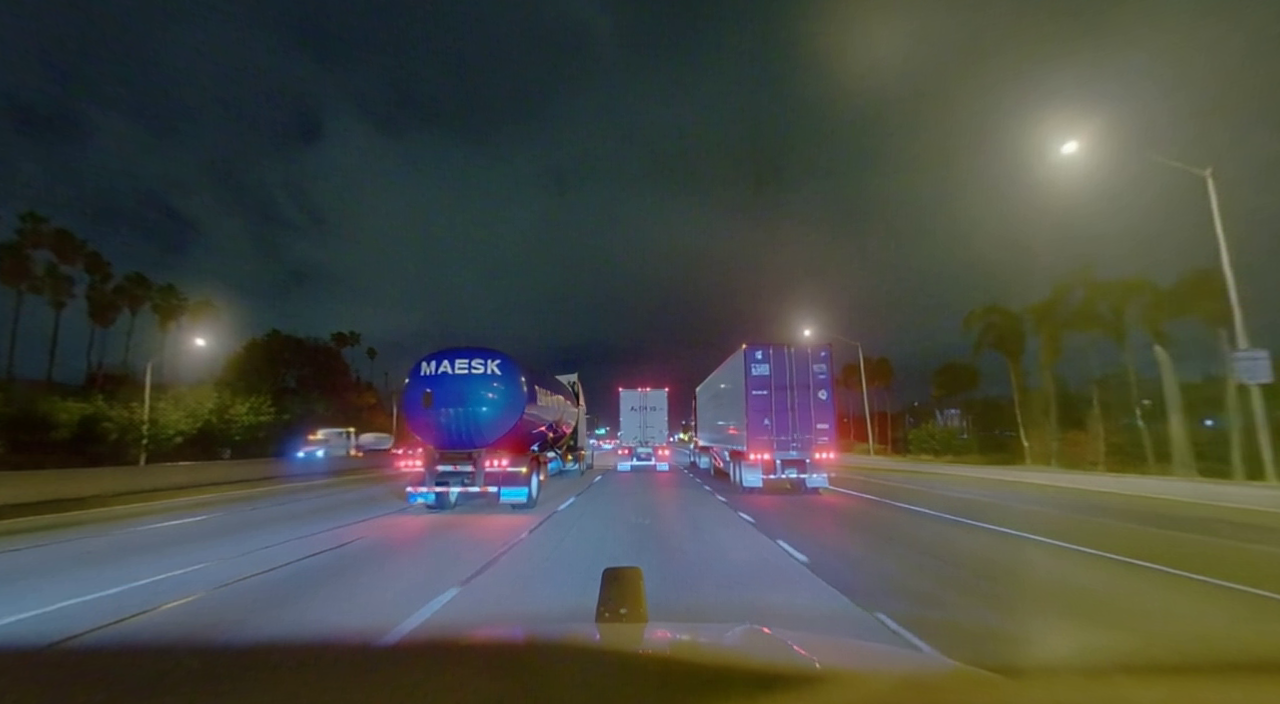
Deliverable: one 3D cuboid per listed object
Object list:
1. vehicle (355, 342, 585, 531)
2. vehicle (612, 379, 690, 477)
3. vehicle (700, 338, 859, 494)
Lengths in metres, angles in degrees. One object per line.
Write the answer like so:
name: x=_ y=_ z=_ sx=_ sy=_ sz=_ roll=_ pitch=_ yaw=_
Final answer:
vehicle: x=-3.403 y=2.228 z=16.441 sx=2.786 sy=3.228 sz=11.082 roll=0 pitch=-8 yaw=1
vehicle: x=0.551 y=4.302 z=34.116 sx=3.097 sy=3.856 sz=18.209 roll=0 pitch=-8 yaw=1
vehicle: x=4.418 y=2.742 z=24.241 sx=2.887 sy=4.178 sz=14.553 roll=0 pitch=-8 yaw=0
